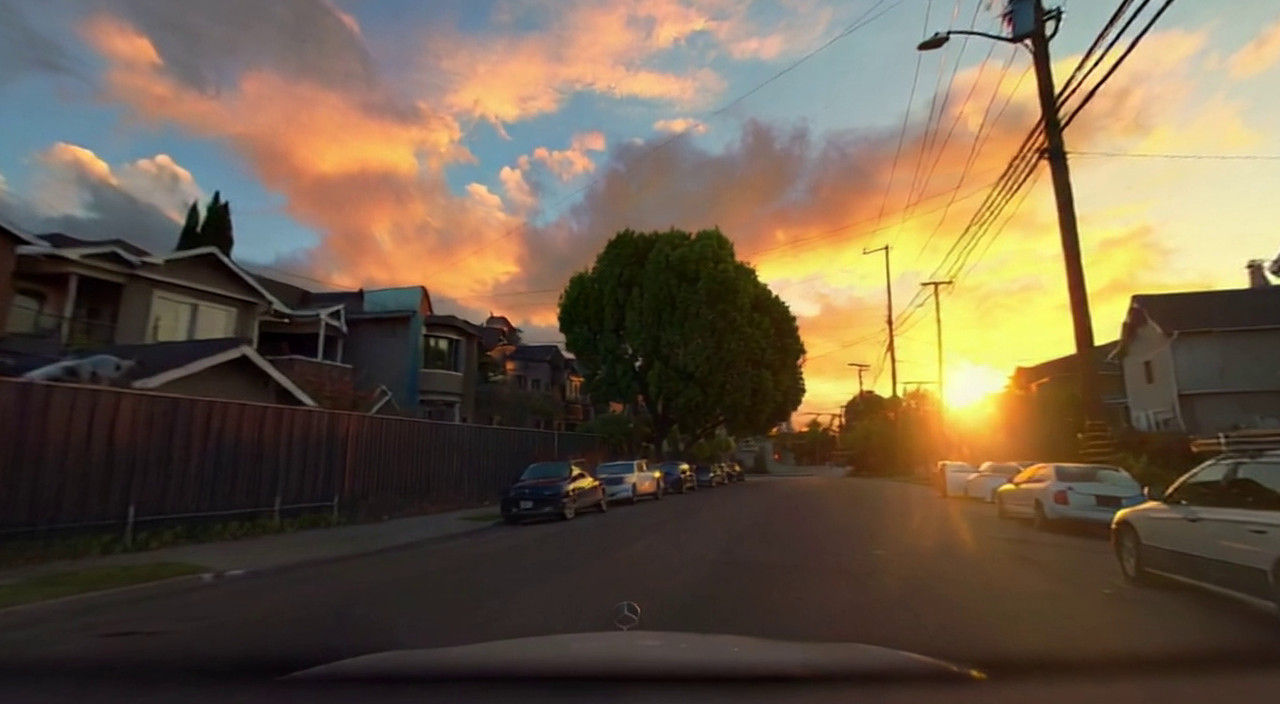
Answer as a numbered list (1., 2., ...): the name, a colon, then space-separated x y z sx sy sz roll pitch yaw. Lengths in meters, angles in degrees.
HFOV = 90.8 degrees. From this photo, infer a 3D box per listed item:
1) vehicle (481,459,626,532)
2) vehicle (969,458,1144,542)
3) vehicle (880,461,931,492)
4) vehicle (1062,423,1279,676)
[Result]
1. vehicle: -1.927 3.441 15.817 1.930 1.478 4.731 -2 -9 14
2. vehicle: 8.517 2.982 13.403 1.887 1.435 4.161 -3 -10 17
3. vehicle: 14.347 6.700 34.406 1.979 1.480 4.500 -3 -9 16
4. vehicle: 5.784 1.479 5.164 2.439 1.670 4.631 -2 -9 15
